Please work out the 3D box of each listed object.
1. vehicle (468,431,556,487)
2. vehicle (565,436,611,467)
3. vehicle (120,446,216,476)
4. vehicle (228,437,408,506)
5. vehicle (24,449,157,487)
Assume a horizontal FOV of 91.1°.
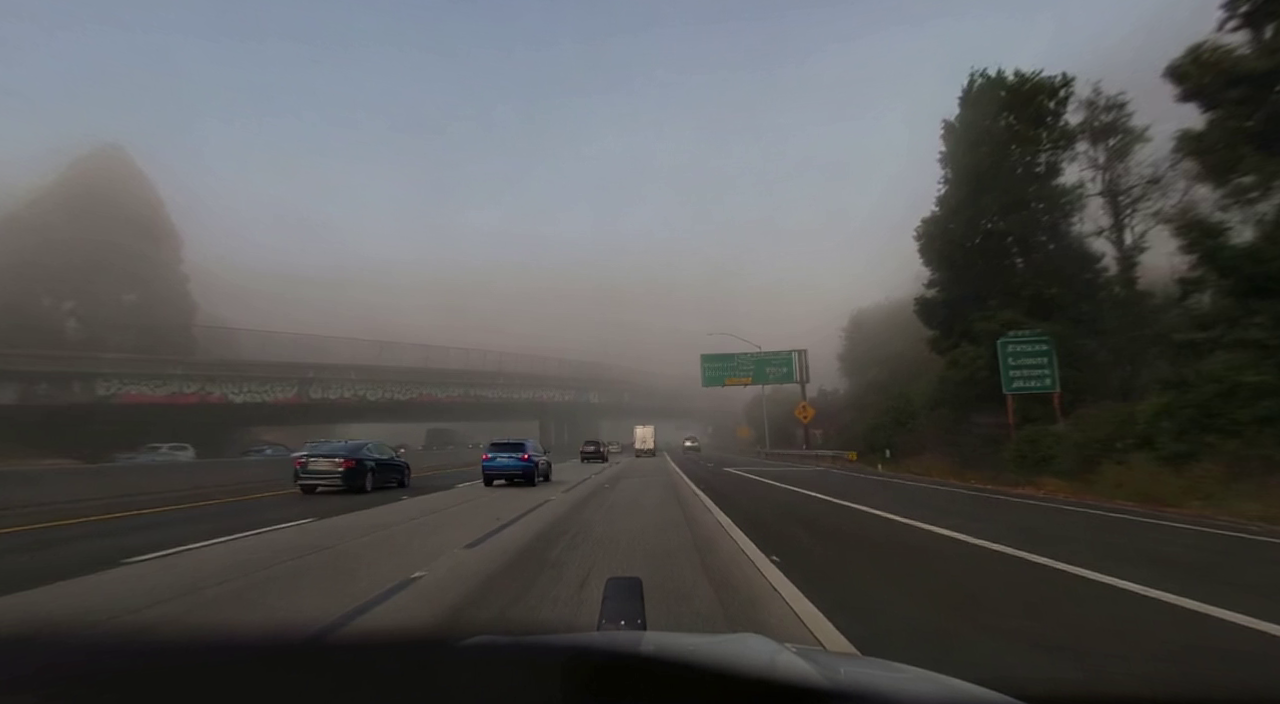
[{"bbox_3d":[-4.086,3.484,20.676,1.969,1.633,3.962,0,-8,1],"label":"vehicle"},{"bbox_3d":[-2.940,5.737,36.339,2.154,1.693,4.394,0,-8,1],"label":"vehicle"},{"bbox_3d":[-28.997,6.689,38.771,2.204,1.670,4.760,0,-8,0],"label":"vehicle"},{"bbox_3d":[-7.705,2.875,15.685,1.917,1.449,4.727,0,-8,1],"label":"vehicle"},{"bbox_3d":[-23.578,4.954,27.199,1.794,1.458,4.269,0,-8,2],"label":"vehicle"}]
